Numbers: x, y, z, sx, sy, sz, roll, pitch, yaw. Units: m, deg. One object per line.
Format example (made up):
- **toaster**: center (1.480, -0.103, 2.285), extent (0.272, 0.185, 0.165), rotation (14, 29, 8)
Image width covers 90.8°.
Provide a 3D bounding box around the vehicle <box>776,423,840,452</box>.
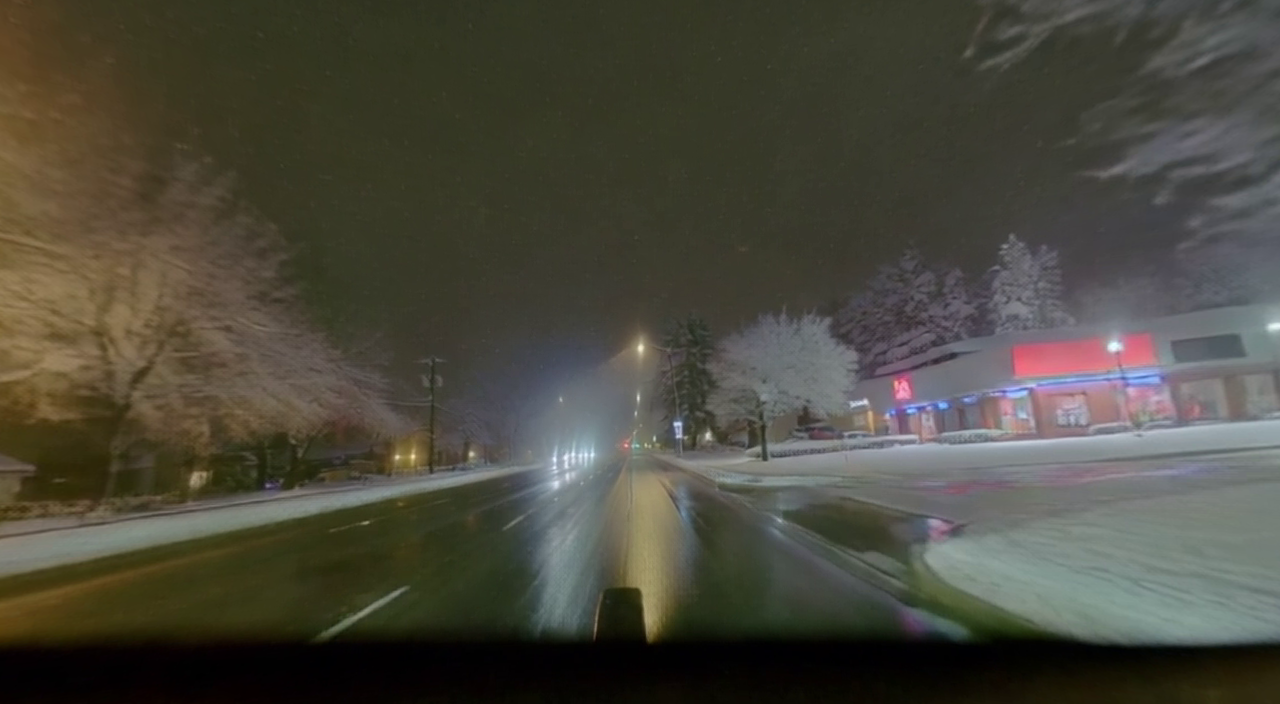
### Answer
- **vehicle**: center (12.738, 6.572, 48.251), extent (1.939, 1.753, 4.974), rotation (2, -12, -23)
